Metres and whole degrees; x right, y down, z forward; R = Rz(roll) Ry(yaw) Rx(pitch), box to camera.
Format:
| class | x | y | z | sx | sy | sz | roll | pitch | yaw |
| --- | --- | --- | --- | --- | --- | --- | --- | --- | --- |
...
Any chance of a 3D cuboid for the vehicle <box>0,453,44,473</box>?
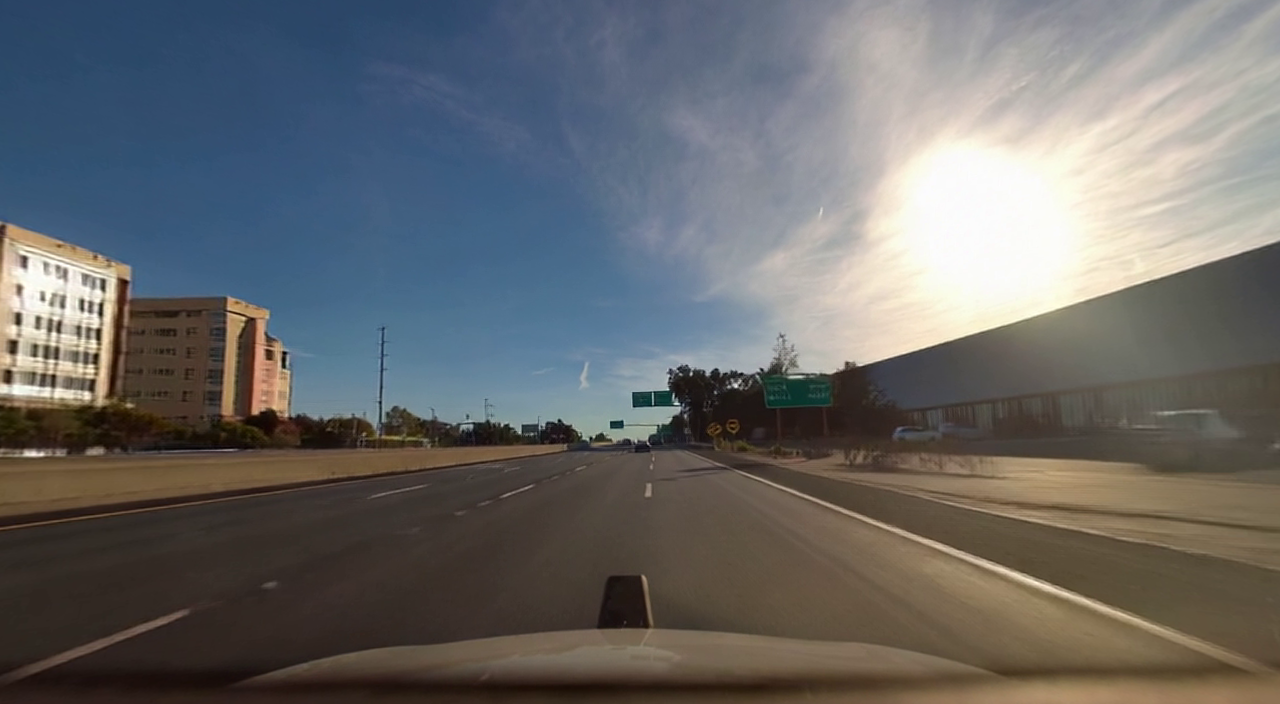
| class | x | y | z | sx | sy | sz | roll | pitch | yaw |
| --- | --- | --- | --- | --- | --- | --- | --- | --- | --- |
| vehicle | -49.705 | 8.711 | 49.596 | 2.075 | 1.433 | 3.697 | 0 | -8 | -3 |
